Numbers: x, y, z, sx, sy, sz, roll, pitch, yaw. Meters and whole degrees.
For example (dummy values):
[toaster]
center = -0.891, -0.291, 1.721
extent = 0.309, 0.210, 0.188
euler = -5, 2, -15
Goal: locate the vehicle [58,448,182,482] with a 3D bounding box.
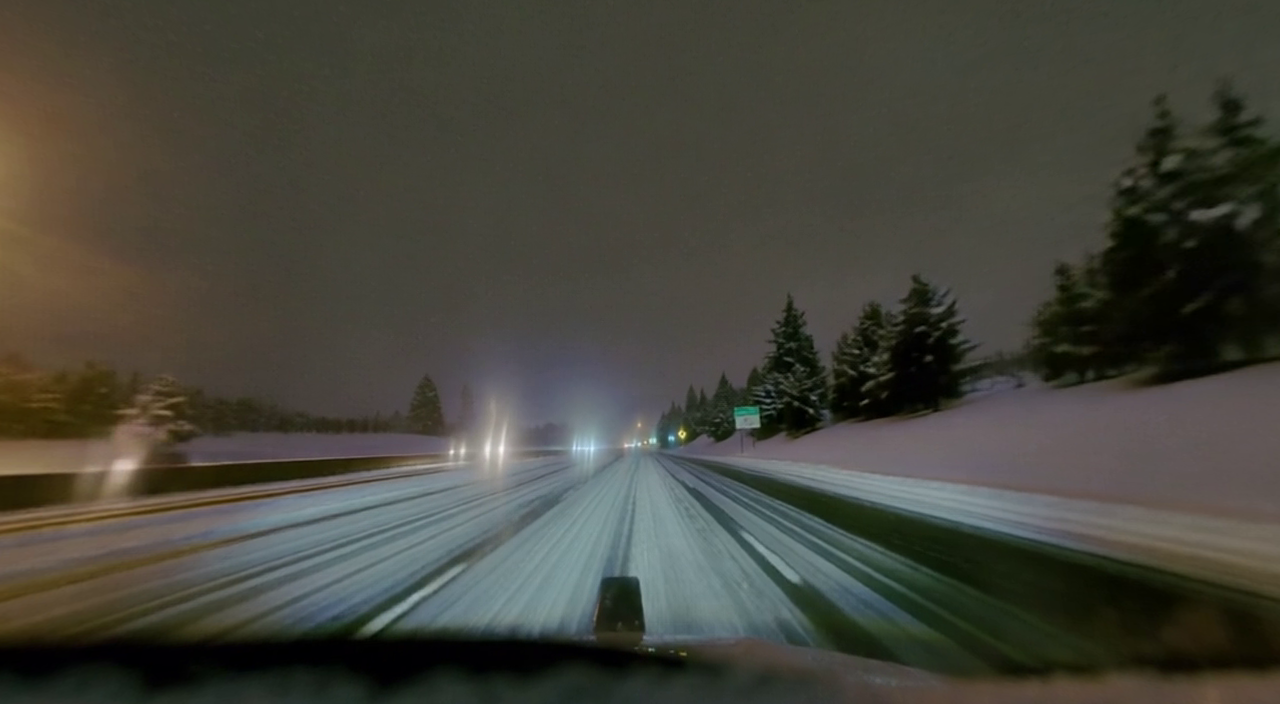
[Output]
[vehicle]
center = -25.149, 5.473, 30.818
extent = 1.914, 1.490, 4.796
euler = 0, -8, 1
